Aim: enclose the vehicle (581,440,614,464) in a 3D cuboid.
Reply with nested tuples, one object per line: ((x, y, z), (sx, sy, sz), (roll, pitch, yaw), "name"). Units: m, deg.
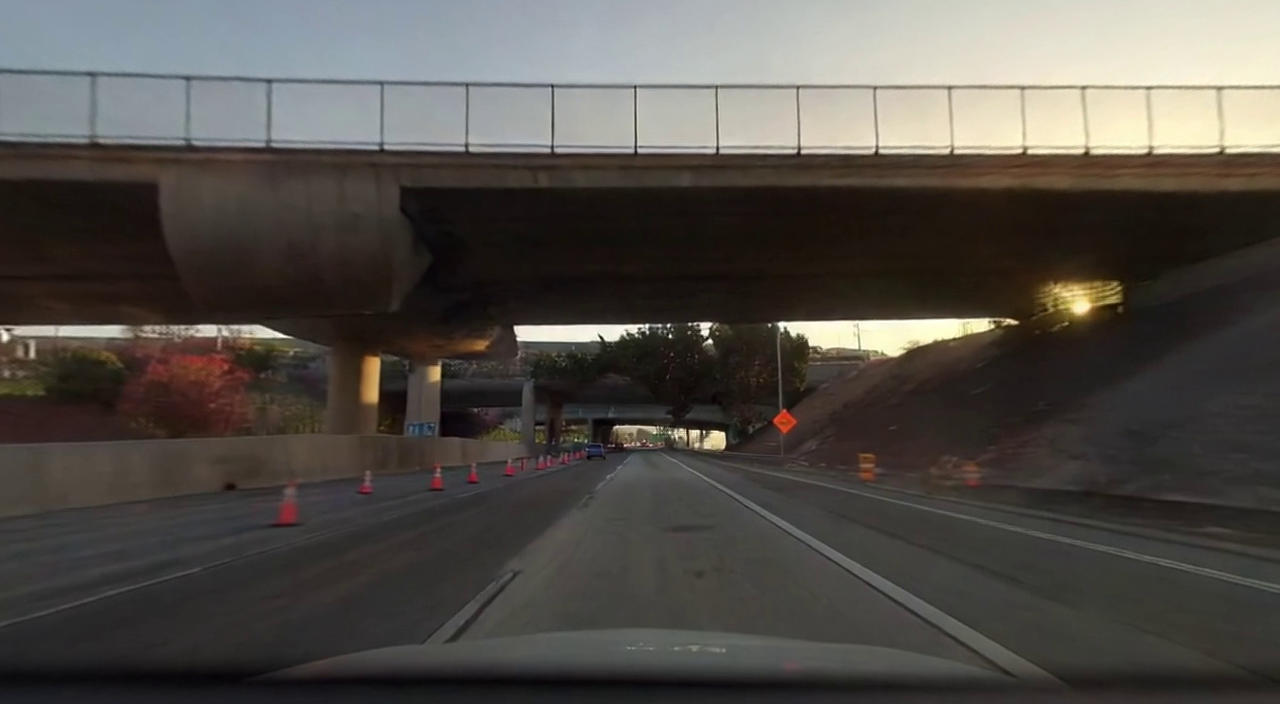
((-3.069, 7.326, 46.198), (2.078, 1.629, 4.059), (0, -8, 1), "vehicle")
